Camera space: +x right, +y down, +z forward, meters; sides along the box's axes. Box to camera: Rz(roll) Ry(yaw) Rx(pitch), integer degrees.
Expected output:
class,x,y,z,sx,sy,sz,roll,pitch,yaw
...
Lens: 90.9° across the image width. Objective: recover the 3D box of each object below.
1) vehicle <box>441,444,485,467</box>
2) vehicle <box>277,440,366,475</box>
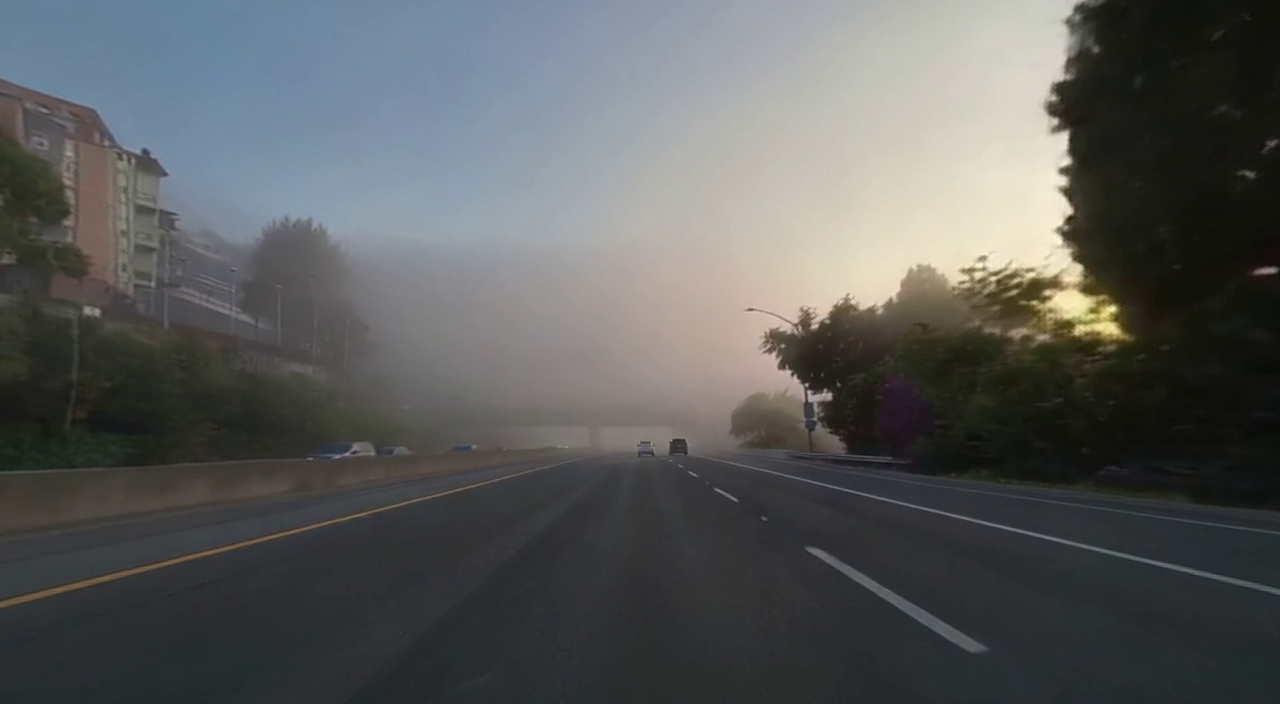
class,x,y,z,sx,sy,sz,roll,pitch,yaw
vehicle,-11.648,6.823,41.711,1.705,1.458,3.704,0,-8,1
vehicle,-17.871,5.934,35.698,2.382,1.833,4.949,0,-8,0
